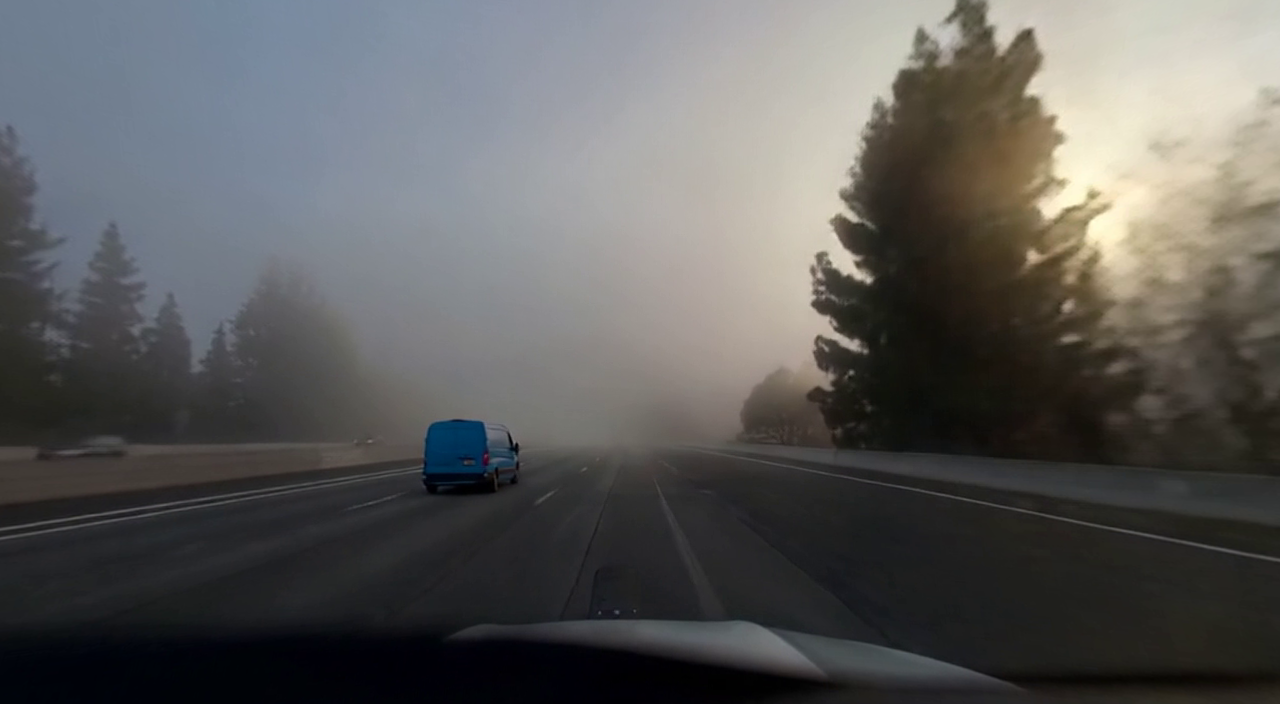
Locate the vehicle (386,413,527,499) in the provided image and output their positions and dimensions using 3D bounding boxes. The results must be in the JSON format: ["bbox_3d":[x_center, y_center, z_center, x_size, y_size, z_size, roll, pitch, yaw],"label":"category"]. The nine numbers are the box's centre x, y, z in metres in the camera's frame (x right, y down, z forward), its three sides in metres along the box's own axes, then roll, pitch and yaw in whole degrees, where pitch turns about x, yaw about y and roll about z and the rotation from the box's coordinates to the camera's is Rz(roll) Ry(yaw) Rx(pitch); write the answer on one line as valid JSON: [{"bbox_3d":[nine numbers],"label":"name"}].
[{"bbox_3d":[-4.344,2.535,15.870,2.219,1.827,4.738,0,-8,-1],"label":"vehicle"}]

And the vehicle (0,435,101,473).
[{"bbox_3d":[-25.977,4.279,26.903,2.005,1.467,4.532,0,-8,-2],"label":"vehicle"}]
